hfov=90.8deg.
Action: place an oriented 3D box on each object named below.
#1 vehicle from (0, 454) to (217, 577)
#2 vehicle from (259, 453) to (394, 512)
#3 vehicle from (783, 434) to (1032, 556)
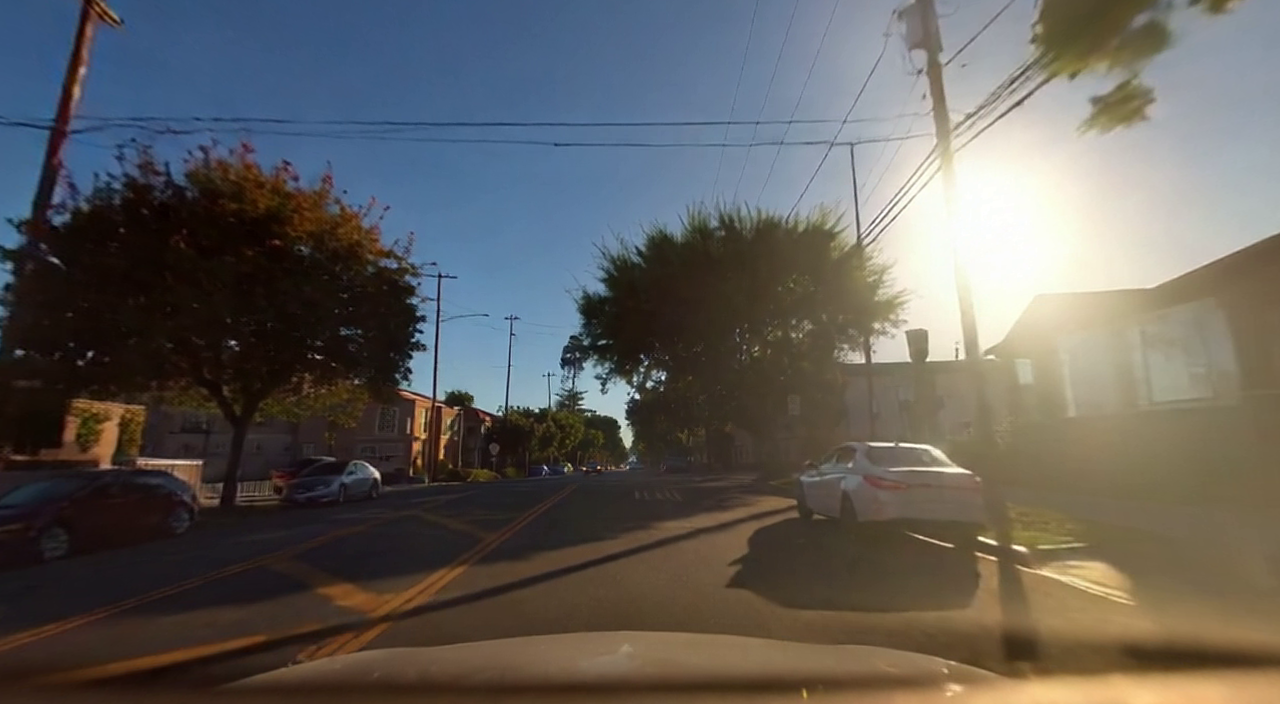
[{"bbox_3d":[-9.413,2.609,10.599,1.884,1.526,4.061,-5,-8,0],"label":"vehicle"},{"bbox_3d":[-9.472,3.942,19.623,2.000,1.495,4.687,0,-9,-3],"label":"vehicle"},{"bbox_3d":[3.814,2.115,10.145,1.946,1.468,4.721,0,-9,0],"label":"vehicle"}]
